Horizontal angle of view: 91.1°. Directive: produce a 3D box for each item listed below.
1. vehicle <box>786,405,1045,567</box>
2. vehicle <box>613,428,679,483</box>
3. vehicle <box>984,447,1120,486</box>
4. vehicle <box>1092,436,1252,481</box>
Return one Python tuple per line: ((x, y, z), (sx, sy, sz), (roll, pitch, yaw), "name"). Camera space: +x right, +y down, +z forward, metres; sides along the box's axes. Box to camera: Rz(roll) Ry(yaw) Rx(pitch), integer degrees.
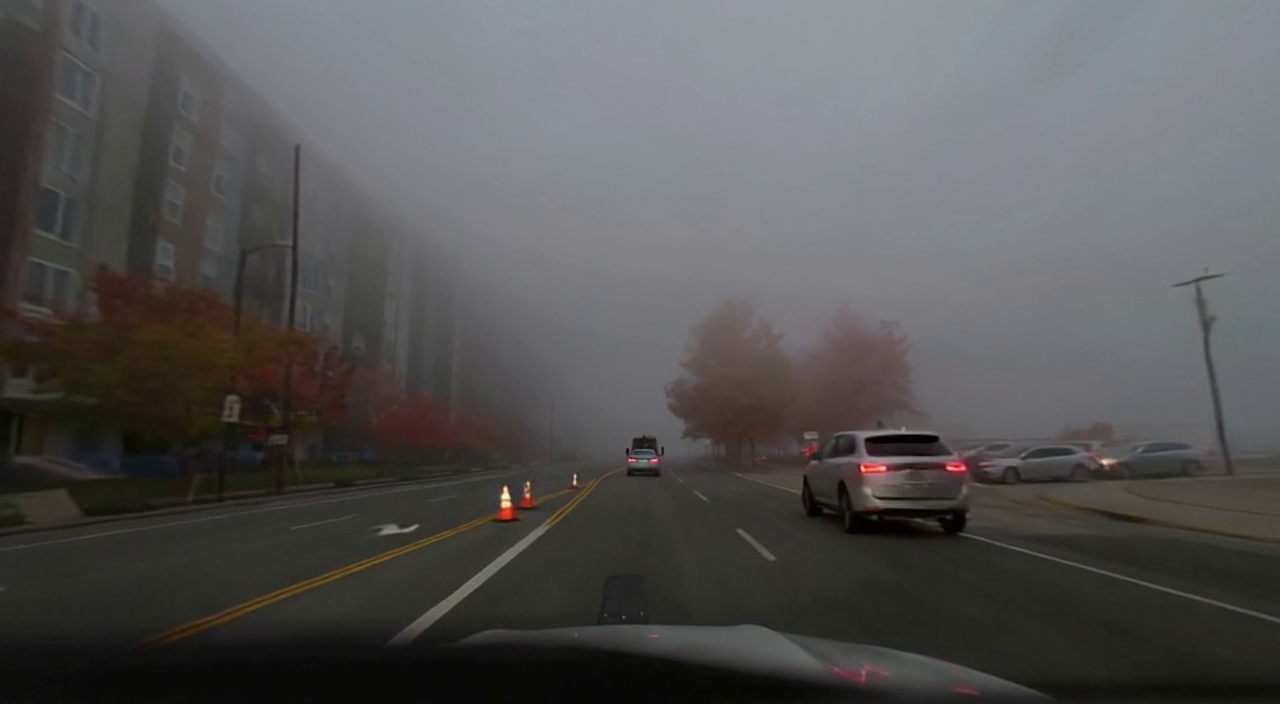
((3.801, 1.953, 10.053), (2.120, 1.828, 5.531), (-1, -9, 6), "vehicle")
((0.364, 4.917, 30.101), (2.762, 2.309, 6.723), (0, -9, 2), "vehicle")
((16.847, 4.659, 25.753), (4.568, 1.478, 1.900), (2, -9, -12), "vehicle")
((21.987, 4.397, 26.130), (4.629, 1.756, 2.124), (0, -9, 1), "vehicle")
